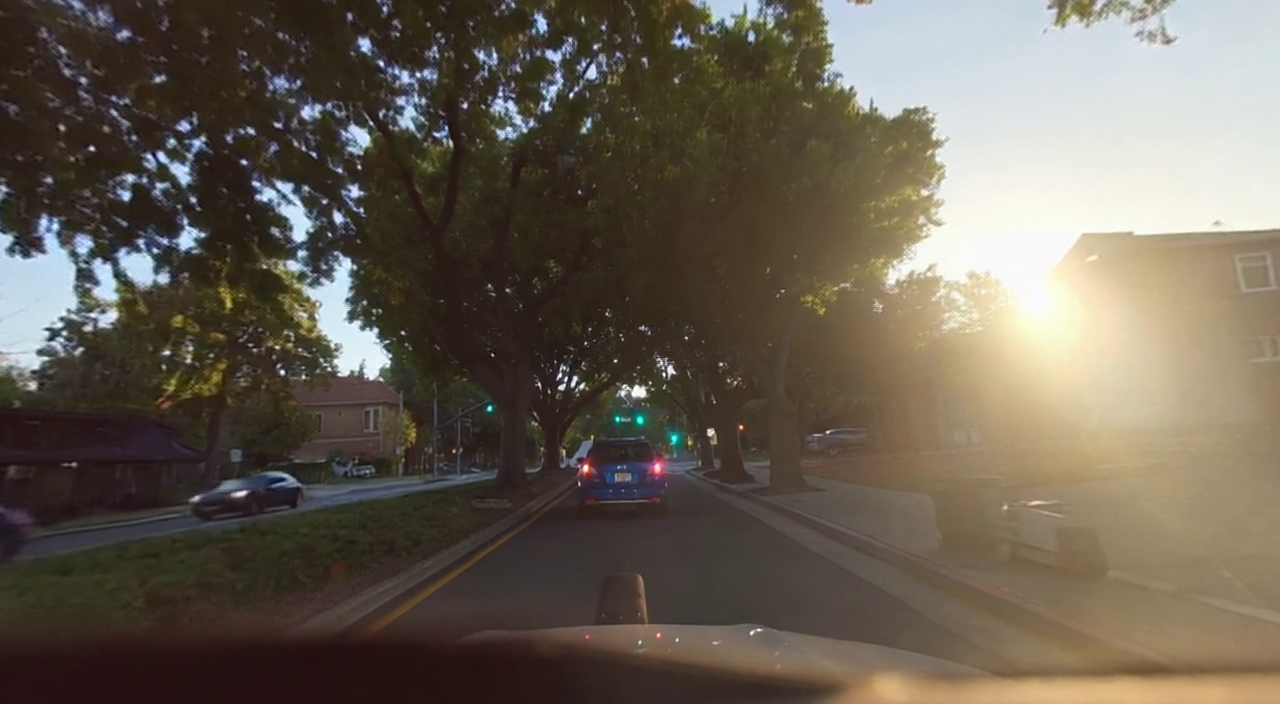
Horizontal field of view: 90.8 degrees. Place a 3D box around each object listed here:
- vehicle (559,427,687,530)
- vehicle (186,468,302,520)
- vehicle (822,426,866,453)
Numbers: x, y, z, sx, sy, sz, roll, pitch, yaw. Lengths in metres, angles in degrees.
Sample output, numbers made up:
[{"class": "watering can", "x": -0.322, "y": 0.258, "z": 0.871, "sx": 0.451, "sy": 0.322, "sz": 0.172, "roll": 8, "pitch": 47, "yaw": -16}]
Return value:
[{"class": "vehicle", "x": -0.314, "y": 2.402, "z": 12.583, "sx": 2.136, "sy": 1.703, "sz": 3.910, "roll": 0, "pitch": -8, "yaw": -1}, {"class": "vehicle", "x": -15.650, "y": 5.589, "z": 25.266, "sx": 1.785, "sy": 1.699, "sz": 4.328, "roll": 0, "pitch": -8, "yaw": 0}, {"class": "vehicle", "x": 16.011, "y": 6.952, "z": 49.852, "sx": 2.039, "sy": 1.990, "sz": 5.111, "roll": 0, "pitch": -8, "yaw": 3}]
